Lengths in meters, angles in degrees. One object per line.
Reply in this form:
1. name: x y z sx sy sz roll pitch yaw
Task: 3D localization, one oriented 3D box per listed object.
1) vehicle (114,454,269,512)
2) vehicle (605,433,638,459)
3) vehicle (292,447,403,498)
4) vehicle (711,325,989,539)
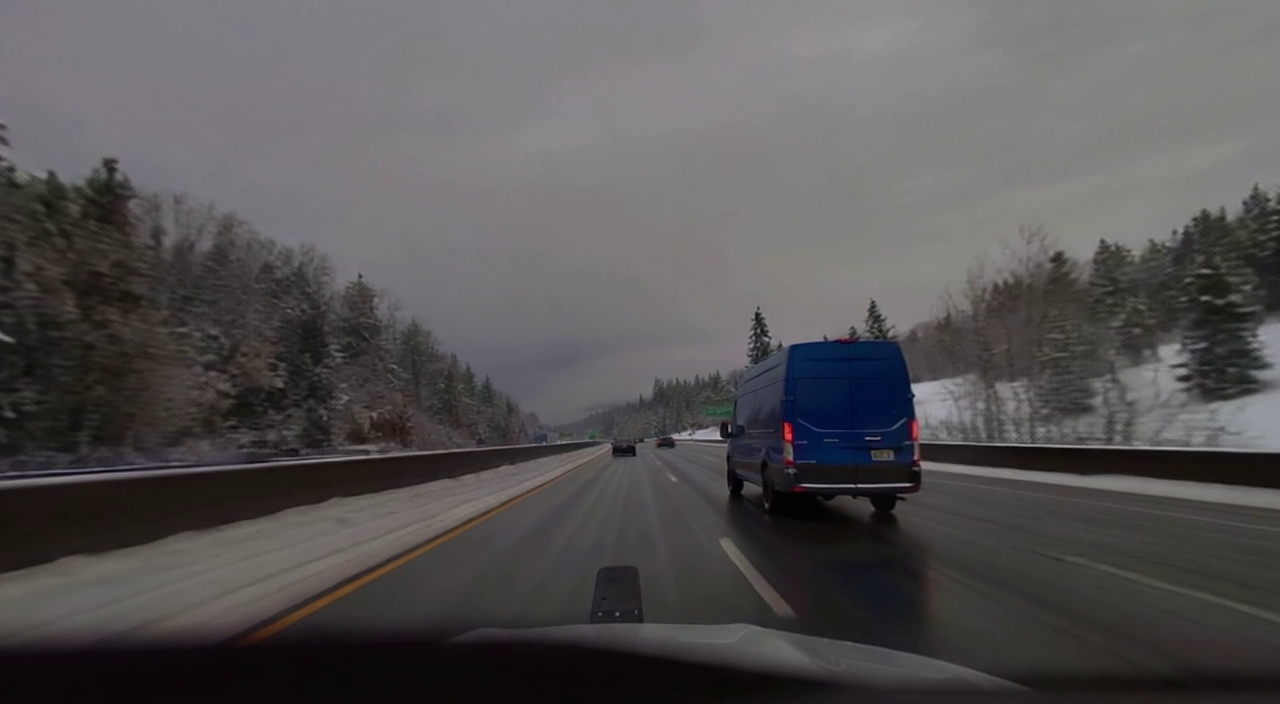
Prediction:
1. vehicle: -14.010 4.071 20.021 1.827 1.504 4.242 0 -8 0
2. vehicle: -1.128 5.727 38.537 1.900 1.524 4.324 0 -8 -1
3. vehicle: -10.123 4.174 22.187 1.841 1.493 4.407 0 -8 0
4. vehicle: 2.947 1.427 11.304 2.416 2.595 7.243 0 -8 -1
